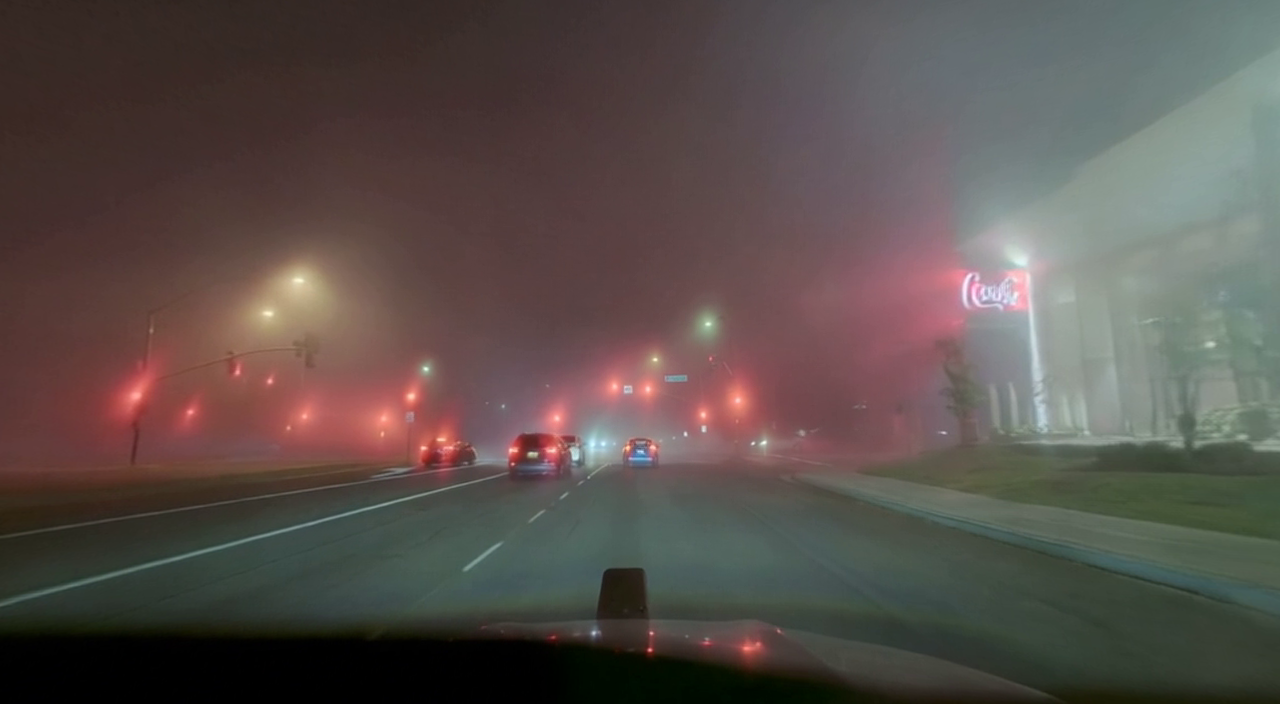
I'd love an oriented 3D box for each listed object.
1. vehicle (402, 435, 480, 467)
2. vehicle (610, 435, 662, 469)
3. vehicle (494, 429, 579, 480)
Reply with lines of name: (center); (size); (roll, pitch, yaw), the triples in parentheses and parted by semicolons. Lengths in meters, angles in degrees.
vehicle: (-9.631, 4.832, 30.921); (2.096, 1.474, 4.585); (-1, -8, 3)
vehicle: (-0.113, 4.692, 29.886); (2.258, 1.507, 3.896); (-1, -8, 2)
vehicle: (-3.344, 3.437, 21.314); (2.029, 1.517, 4.375); (0, -8, 1)
